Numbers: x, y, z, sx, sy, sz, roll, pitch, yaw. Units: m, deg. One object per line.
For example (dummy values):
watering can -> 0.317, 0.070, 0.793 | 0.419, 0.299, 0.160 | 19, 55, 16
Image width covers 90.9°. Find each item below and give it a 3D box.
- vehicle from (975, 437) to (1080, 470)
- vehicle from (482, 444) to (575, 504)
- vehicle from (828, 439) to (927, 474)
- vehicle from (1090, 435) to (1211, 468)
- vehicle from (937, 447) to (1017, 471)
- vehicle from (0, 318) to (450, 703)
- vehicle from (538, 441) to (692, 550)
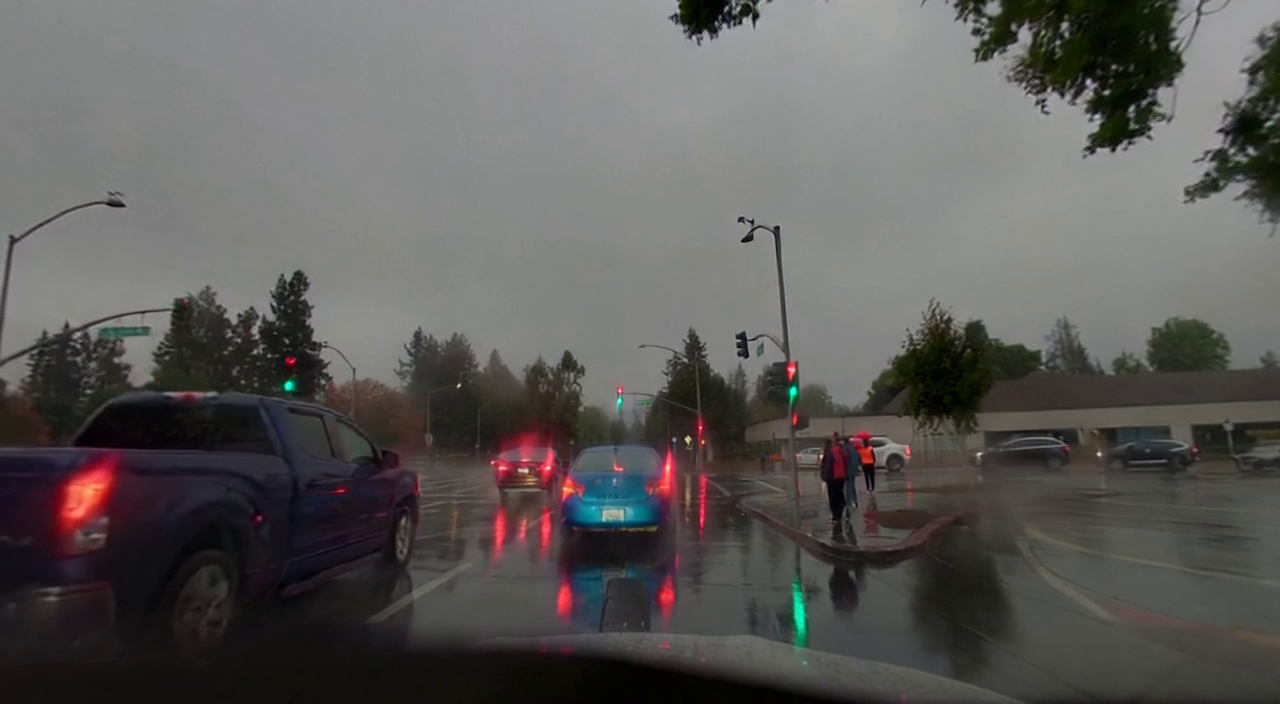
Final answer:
vehicle -> 22.021, 5.763, 35.964 | 4.529, 1.786, 2.110 | 0, -9, 2
vehicle -> -3.361, 3.764, 20.042 | 2.003, 1.655, 4.878 | 0, -9, 0
vehicle -> 12.302, 5.428, 32.894 | 4.394, 1.724, 1.886 | 0, -9, 1
vehicle -> 29.027, 5.676, 35.954 | 4.967, 1.794, 2.044 | 0, -9, 3
vehicle -> 21.211, 6.724, 39.793 | 3.983, 1.443, 1.831 | 0, -9, 1
vehicle -> -3.576, 1.180, 5.375 | 2.202, 1.961, 4.980 | 0, -9, 2
vehicle -> -0.310, 2.342, 11.077 | 2.144, 1.497, 4.446 | 0, -9, 1
